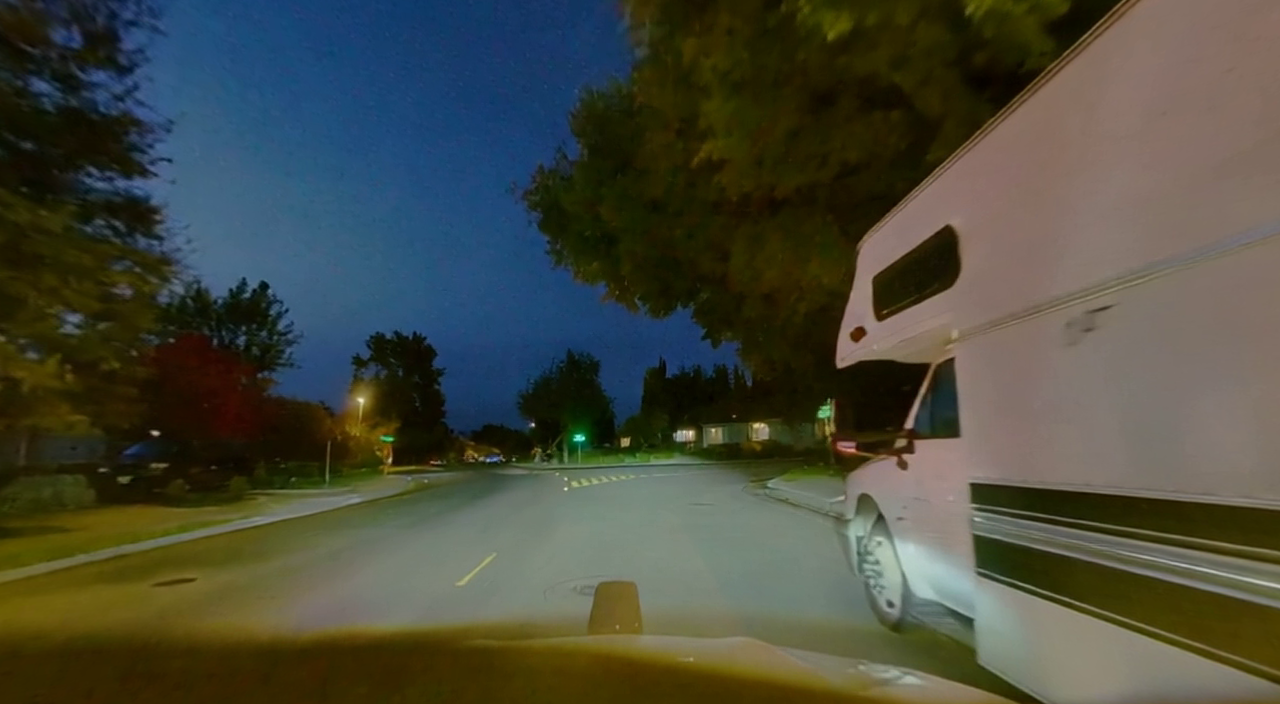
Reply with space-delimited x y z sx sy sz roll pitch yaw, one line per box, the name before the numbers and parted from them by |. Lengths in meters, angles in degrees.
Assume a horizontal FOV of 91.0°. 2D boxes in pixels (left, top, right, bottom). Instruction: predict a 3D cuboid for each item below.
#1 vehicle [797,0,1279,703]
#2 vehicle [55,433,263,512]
vehicle | 3.090 0.000 1.722 2.915 3.243 8.972 0 -8 0
vehicle | -12.933 3.225 17.464 2.111 1.856 4.803 0 -8 -3
